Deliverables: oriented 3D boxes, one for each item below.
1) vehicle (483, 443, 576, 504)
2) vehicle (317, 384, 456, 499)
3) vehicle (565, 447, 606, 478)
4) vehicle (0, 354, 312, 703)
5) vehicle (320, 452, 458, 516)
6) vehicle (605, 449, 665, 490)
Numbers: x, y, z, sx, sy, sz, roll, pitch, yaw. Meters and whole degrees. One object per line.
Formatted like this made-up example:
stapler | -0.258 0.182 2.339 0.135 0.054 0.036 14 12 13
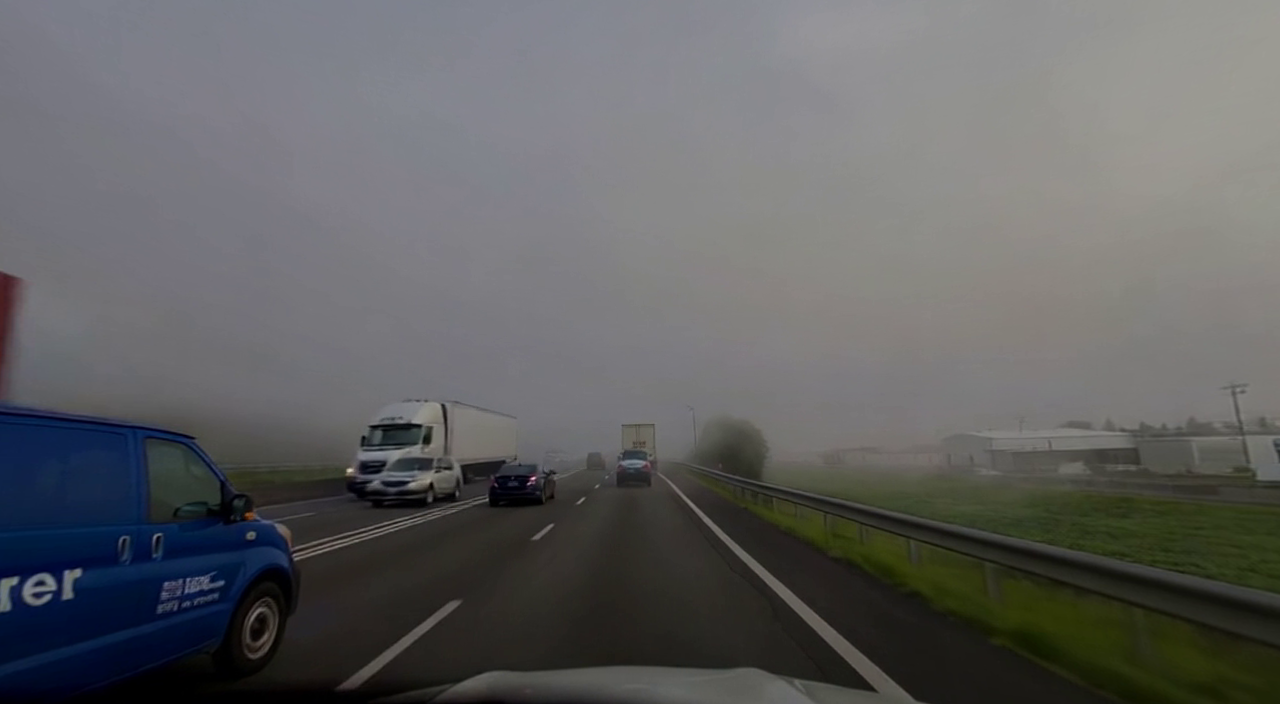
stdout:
vehicle | -3.164 3.562 18.973 1.937 1.600 4.141 0 -9 1
vehicle | -9.776 3.582 25.185 3.024 4.011 5.853 0 -9 0
vehicle | -3.101 6.331 36.515 1.994 1.663 4.047 0 -9 0
vehicle | -3.047 0.781 1.402 2.117 1.688 4.582 0 -9 1
vehicle | -6.614 3.505 17.262 1.887 1.462 4.466 0 -9 1
vehicle | -0.215 4.425 24.033 2.095 1.393 3.908 0 -9 -1
